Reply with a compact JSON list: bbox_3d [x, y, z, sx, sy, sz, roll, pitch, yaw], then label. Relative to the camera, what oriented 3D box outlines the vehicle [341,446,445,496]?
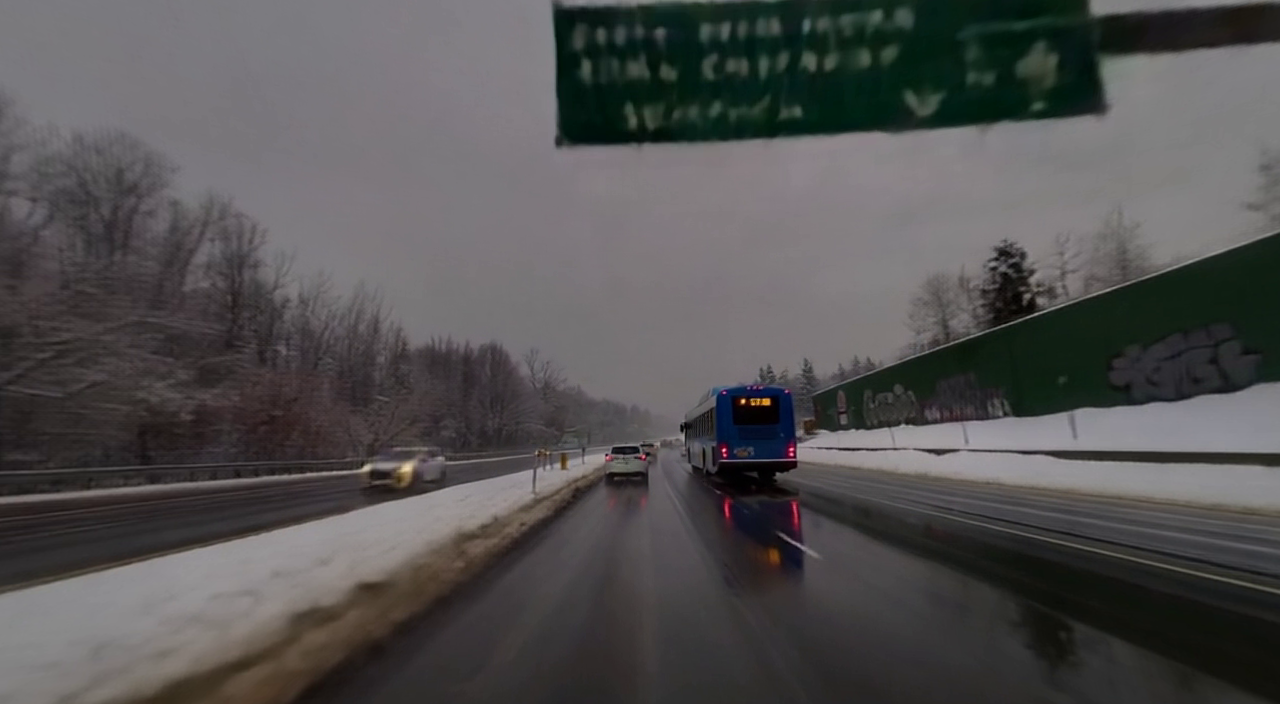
[{"bbox_3d":[-8.607,4.156,22.306,1.922,1.560,4.165,-1,-9,1],"label":"vehicle"}]

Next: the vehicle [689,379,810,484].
[{"bbox_3d":[4.124,3.600,27.139,3.055,3.479,12.521,-1,-9,1],"label":"vehicle"}]

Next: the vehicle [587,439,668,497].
[{"bbox_3d":[-0.302,3.457,18.993,2.160,1.532,4.073,-1,-9,1],"label":"vehicle"}]
